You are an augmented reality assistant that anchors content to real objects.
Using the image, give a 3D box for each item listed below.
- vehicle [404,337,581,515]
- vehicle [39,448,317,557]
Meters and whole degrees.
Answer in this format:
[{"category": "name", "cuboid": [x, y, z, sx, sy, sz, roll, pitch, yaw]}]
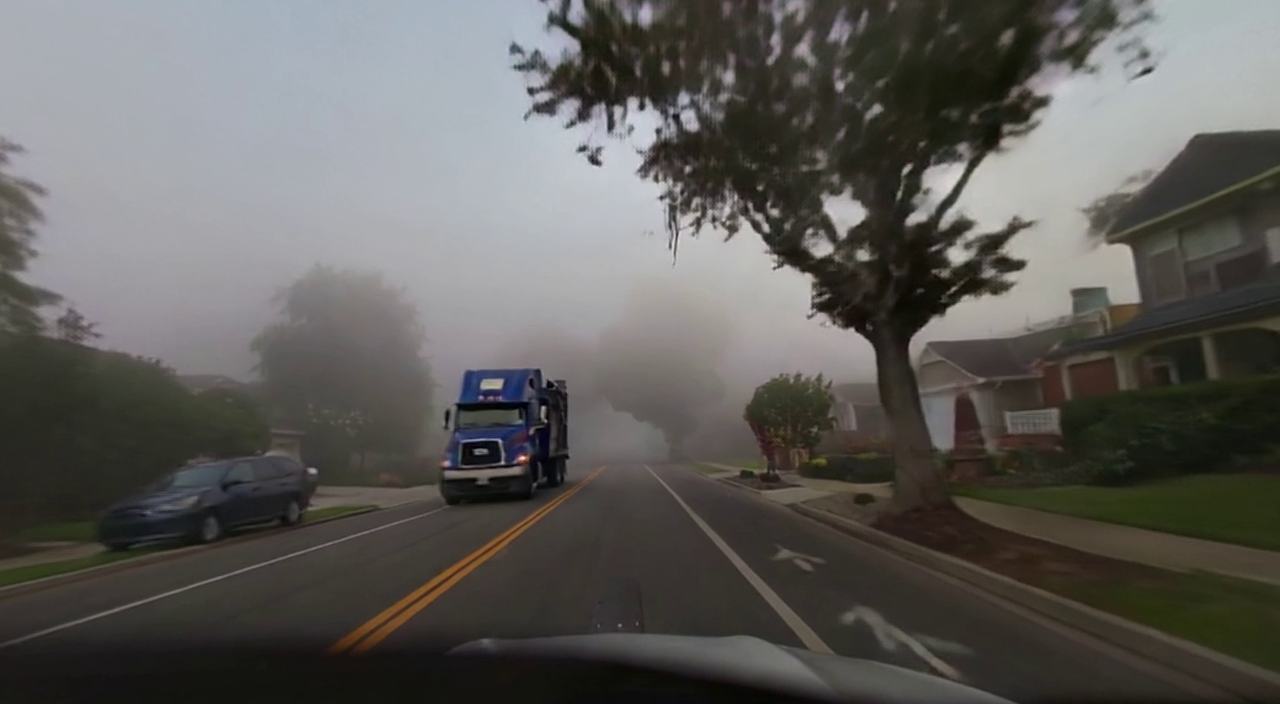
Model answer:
[{"category": "vehicle", "cuboid": [-3.887, 2.474, 20.006, 3.133, 4.112, 10.695, 0, -9, -1]}, {"category": "vehicle", "cuboid": [-8.878, 2.851, 12.863, 2.119, 1.775, 4.643, 0, -9, 0]}]
